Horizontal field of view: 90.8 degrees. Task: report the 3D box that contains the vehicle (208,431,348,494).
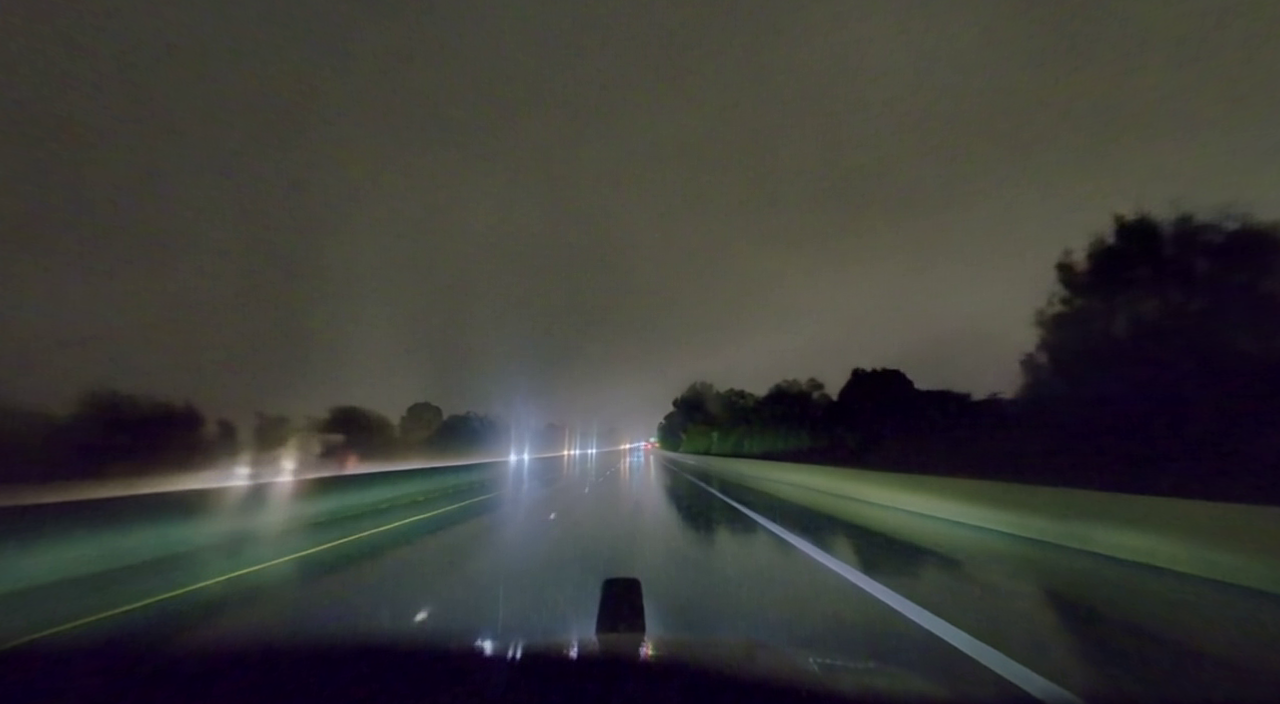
[{"bbox_3d":[-16.162,4.971,28.811,2.394,2.507,6.679,0,-9,0],"label":"vehicle"}]
